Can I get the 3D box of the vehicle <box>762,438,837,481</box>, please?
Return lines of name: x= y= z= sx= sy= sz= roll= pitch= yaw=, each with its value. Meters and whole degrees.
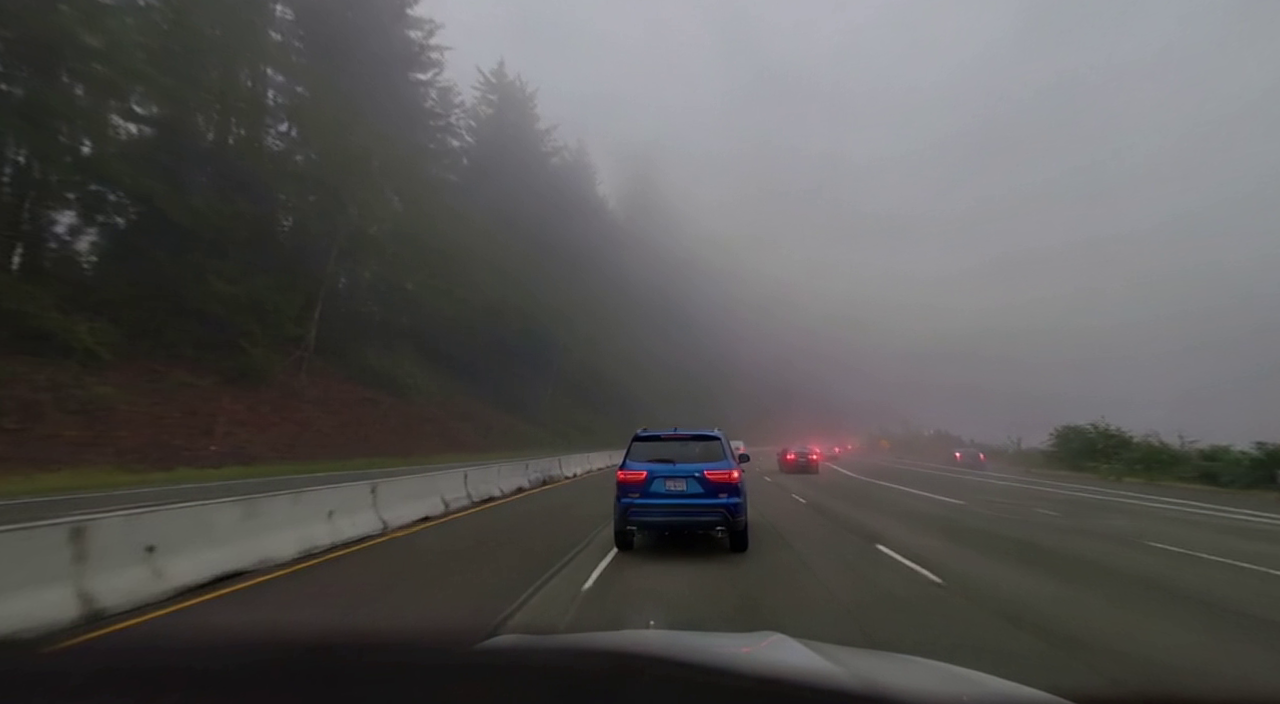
vehicle: x=5.845 y=3.974 z=23.628 sx=1.962 sy=1.442 sz=4.536 roll=-1 pitch=-8 yaw=4

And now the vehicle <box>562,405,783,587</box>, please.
vehicle: x=0.472 y=1.615 z=7.882 sx=2.021 sy=1.635 sz=4.085 roll=-1 pitch=-8 yaw=5

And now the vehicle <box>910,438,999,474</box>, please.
vehicle: x=13.969 y=4.629 z=28.273 sx=1.990 sy=1.478 sz=4.475 roll=-1 pitch=-8 yaw=5
